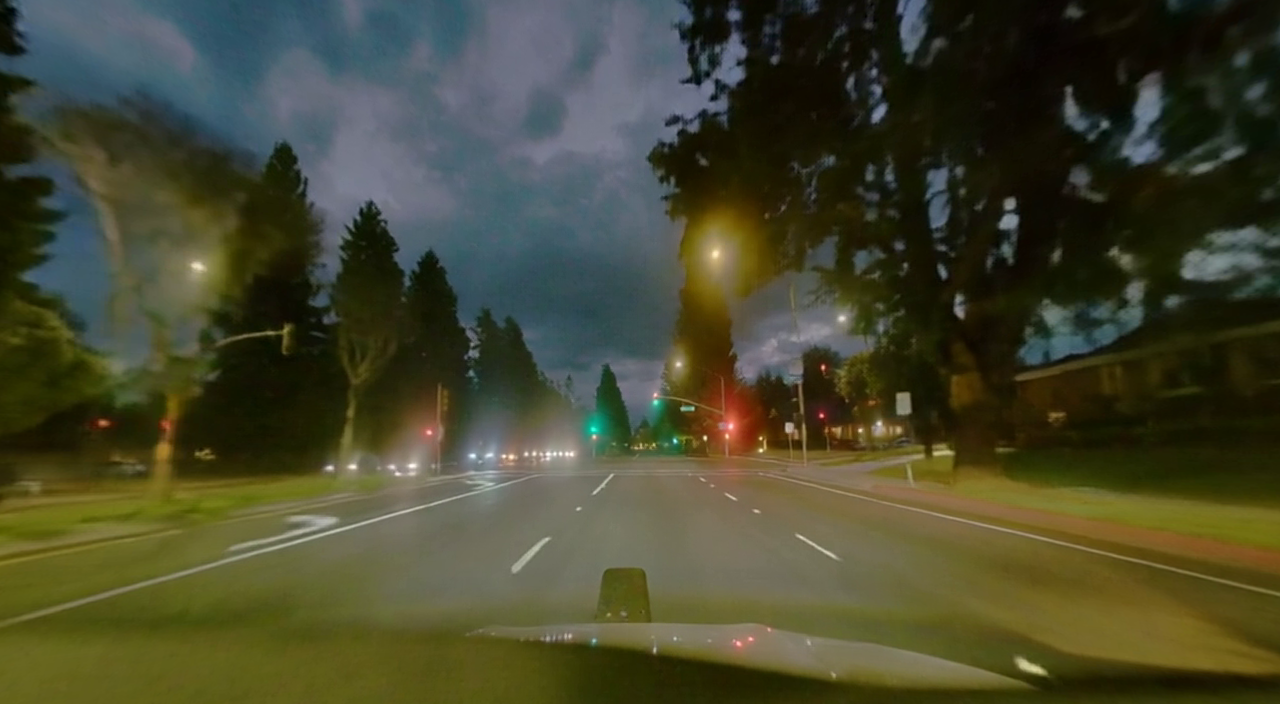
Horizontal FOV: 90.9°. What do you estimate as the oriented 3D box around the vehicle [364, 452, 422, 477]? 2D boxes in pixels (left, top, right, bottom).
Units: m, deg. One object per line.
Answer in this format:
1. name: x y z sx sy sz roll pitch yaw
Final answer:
1. vehicle: -16.504 7.540 42.394 1.946 1.502 4.557 0 -9 1
